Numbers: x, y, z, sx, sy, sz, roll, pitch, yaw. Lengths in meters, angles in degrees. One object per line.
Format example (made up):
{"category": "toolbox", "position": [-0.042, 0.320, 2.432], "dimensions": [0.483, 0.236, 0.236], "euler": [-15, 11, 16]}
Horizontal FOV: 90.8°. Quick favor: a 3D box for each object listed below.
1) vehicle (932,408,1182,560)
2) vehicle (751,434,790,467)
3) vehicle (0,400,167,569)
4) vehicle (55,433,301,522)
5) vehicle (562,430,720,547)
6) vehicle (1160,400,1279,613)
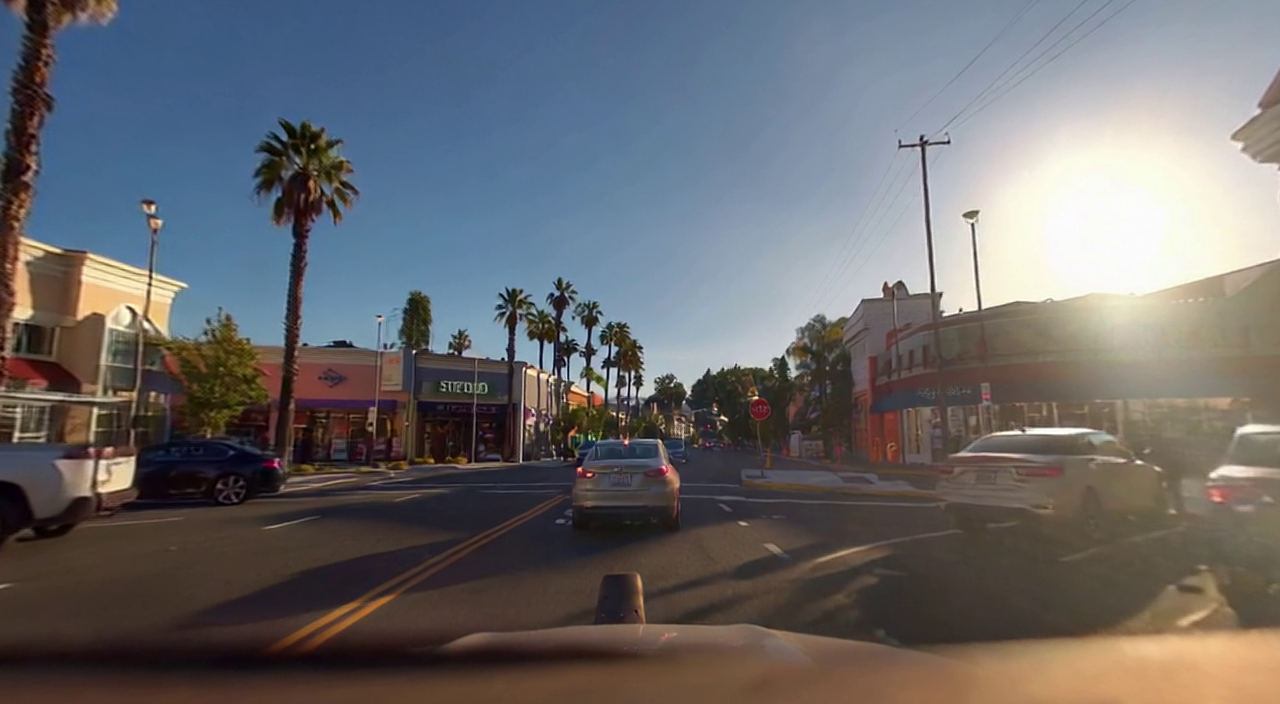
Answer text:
{"category": "vehicle", "position": [6.255, 1.780, 9.248], "dimensions": [4.623, 1.650, 1.937], "euler": [8, -12, -43]}
{"category": "vehicle", "position": [10.216, 7.667, 49.388], "dimensions": [2.467, 2.369, 1.577], "euler": [3, -8, -37]}
{"category": "vehicle", "position": [-10.170, 1.590, 7.474], "dimensions": [6.873, 2.051, 2.823], "euler": [7, -10, -44]}
{"category": "vehicle", "position": [-10.609, 2.812, 14.719], "dimensions": [4.223, 1.731, 2.089], "euler": [8, -12, -44]}
{"category": "vehicle", "position": [0.148, 2.047, 10.139], "dimensions": [2.031, 1.479, 3.969], "euler": [-1, -8, 4]}
{"category": "vehicle", "position": [6.517, 1.301, 5.759], "dimensions": [3.754, 1.592, 1.939], "euler": [7, -11, -40]}
